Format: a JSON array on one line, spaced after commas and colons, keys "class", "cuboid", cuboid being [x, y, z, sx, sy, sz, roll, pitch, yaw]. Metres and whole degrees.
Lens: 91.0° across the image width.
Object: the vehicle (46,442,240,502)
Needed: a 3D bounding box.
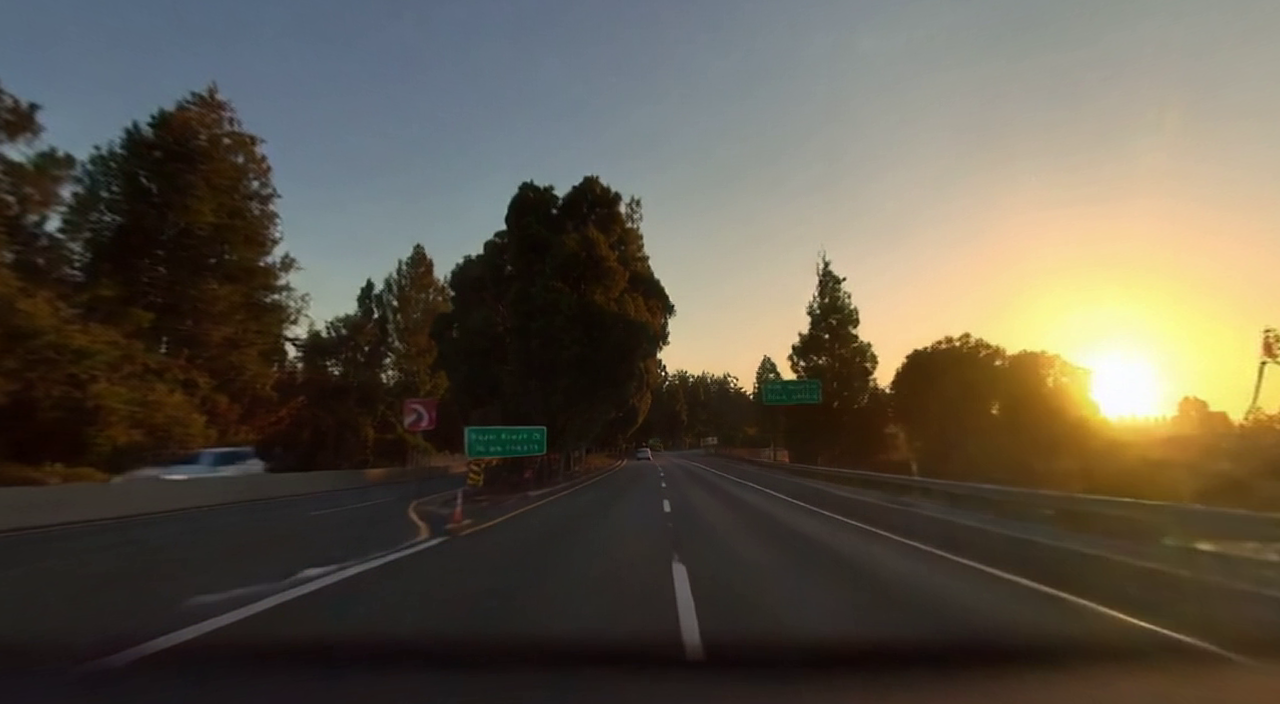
[{"class": "vehicle", "cuboid": [-15.295, 3.702, 19.840, 2.035, 1.623, 4.812, 0, -9, 2]}]
